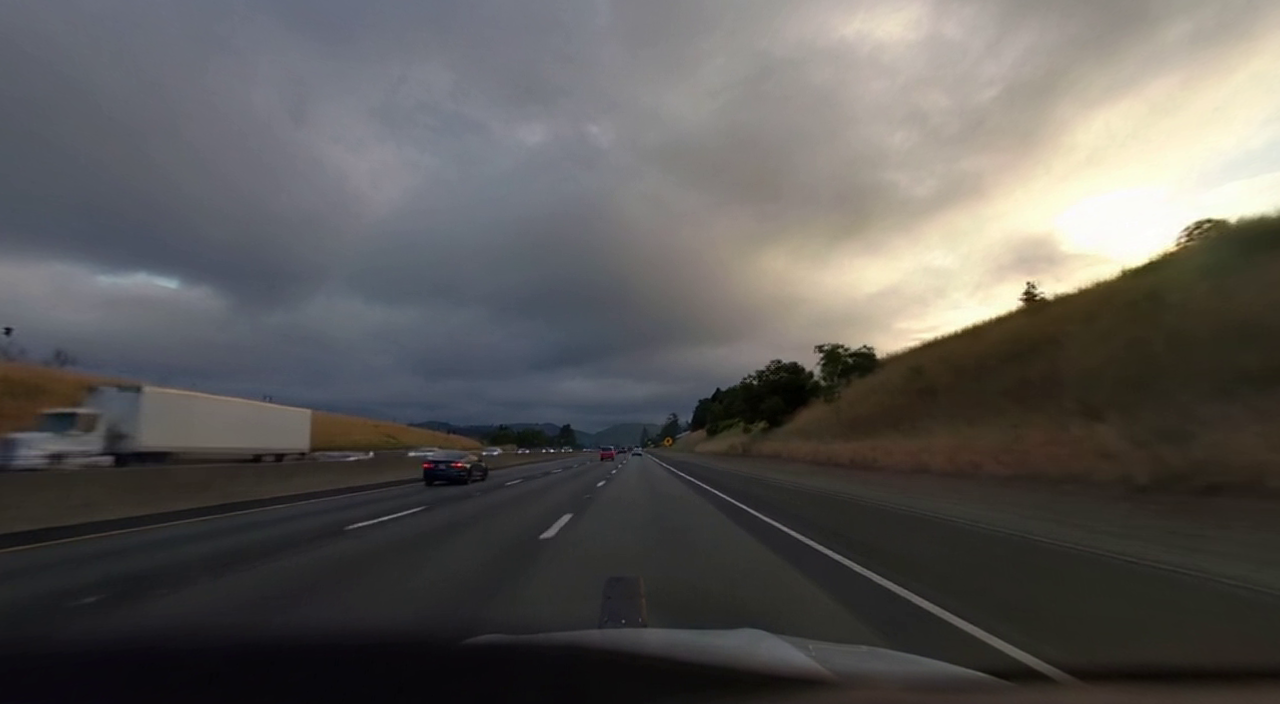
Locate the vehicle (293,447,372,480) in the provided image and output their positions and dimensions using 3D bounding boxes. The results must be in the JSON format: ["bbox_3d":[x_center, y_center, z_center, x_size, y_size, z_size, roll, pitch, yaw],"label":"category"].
[{"bbox_3d":[-14.538,5.262,30.001,1.806,1.433,3.932,0,-9,-1],"label":"vehicle"}]

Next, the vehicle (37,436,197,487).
[{"bbox_3d":[-18.238,3.844,22.300,1.867,1.585,4.415,0,-9,0],"label":"vehicle"}]

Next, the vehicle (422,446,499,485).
[{"bbox_3d":[-7.400,4.705,26.470,1.966,1.476,4.240,0,-9,0],"label":"vehicle"}]

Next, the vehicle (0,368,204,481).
[{"bbox_3d":[-22.466,3.157,26.192,2.834,3.959,7.991,0,-9,-1],"label":"vehicle"}]

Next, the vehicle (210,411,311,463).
[{"bbox_3d":[-22.447,5.142,37.659,2.266,2.825,6.027,0,-9,-1],"label":"vehicle"}]
